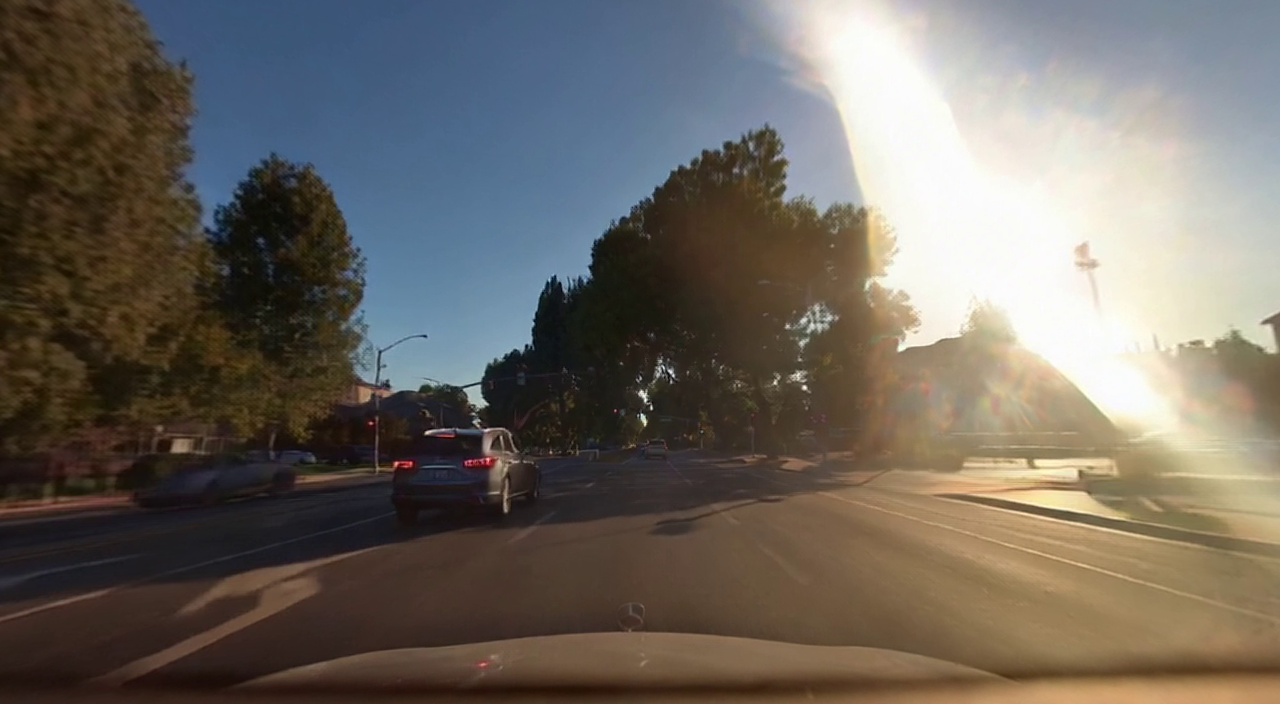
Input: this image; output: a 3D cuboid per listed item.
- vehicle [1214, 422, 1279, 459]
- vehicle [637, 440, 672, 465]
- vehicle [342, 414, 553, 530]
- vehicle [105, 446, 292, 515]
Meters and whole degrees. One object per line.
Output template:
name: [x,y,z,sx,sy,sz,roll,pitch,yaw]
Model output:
vehicle: [33.005,4.545,32.577,2.003,1.734,4.821,-4,-8,0]
vehicle: [1.032,7.629,48.007,2.437,1.737,4.420,0,-9,-2]
vehicle: [-3.425,2.313,12.733,2.459,1.825,5.380,0,-9,1]
vehicle: [-11.829,3.414,17.358,1.914,1.632,4.377,0,-9,0]
